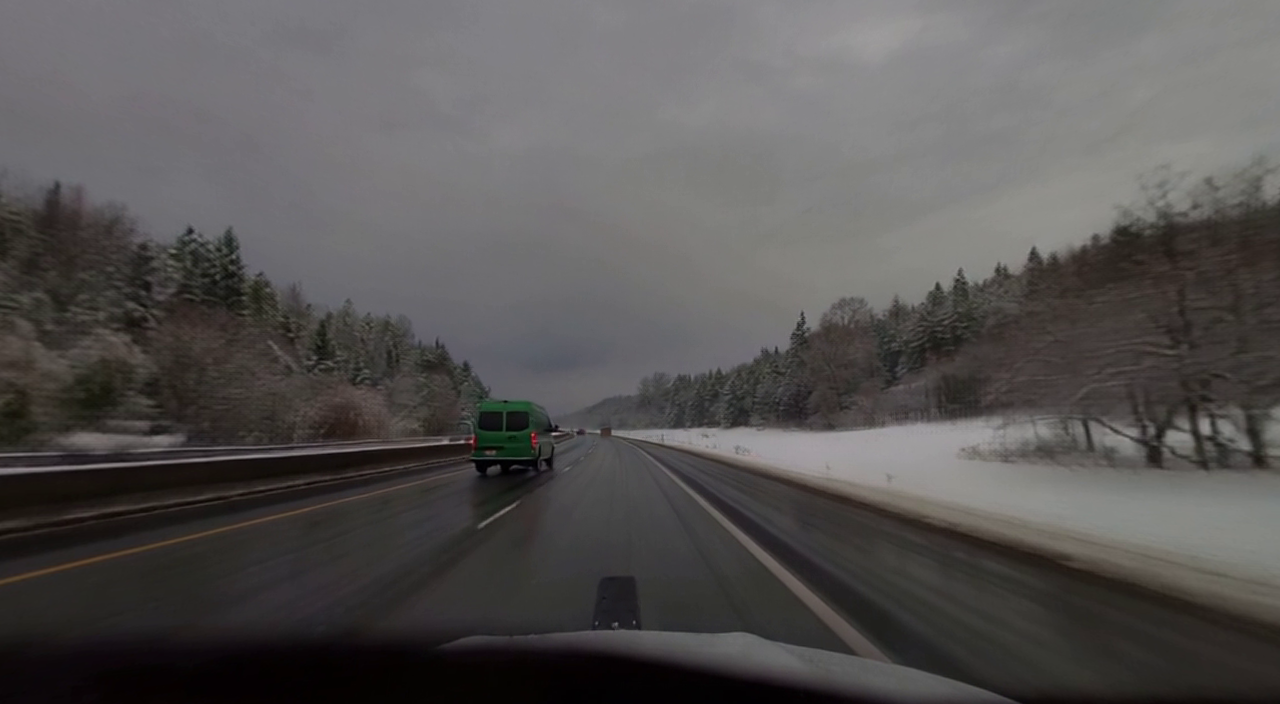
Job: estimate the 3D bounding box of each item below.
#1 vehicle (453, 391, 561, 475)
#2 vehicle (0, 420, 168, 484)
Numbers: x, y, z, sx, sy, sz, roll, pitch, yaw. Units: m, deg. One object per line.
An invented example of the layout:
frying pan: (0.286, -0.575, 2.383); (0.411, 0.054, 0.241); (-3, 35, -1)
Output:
vehicle: (-4.337, 2.790, 21.644); (2.561, 2.509, 5.465); (0, -8, -1)
vehicle: (-15.320, 2.669, 17.107); (1.825, 1.536, 4.043); (0, -8, -1)
